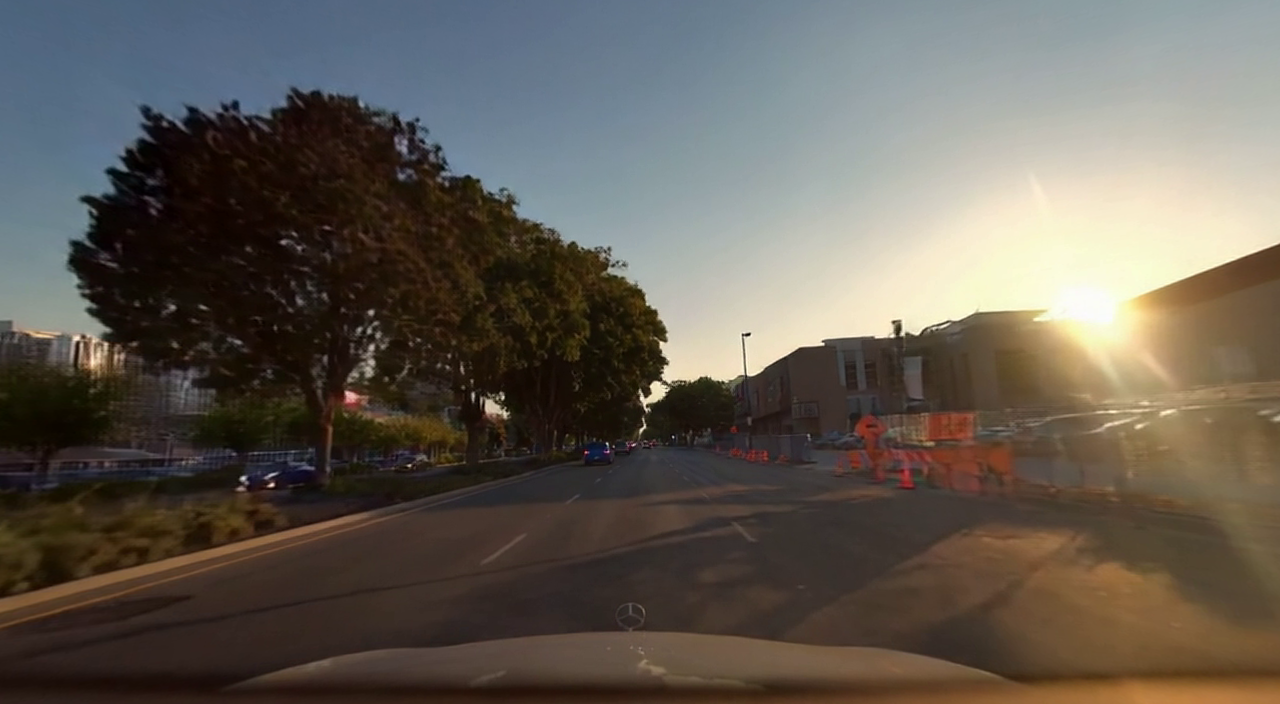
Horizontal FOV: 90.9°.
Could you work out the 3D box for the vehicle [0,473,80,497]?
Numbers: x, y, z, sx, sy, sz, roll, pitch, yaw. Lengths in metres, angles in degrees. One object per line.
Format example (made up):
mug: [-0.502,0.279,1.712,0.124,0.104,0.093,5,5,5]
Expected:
vehicle: [-42.287,9.339,44.199,4.361,1.478,1.893,0,-8,5]

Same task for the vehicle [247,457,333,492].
vehicle: [-17.881,6.266,32.492,1.948,1.535,4.600,0,-8,-2]

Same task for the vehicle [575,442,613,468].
vehicle: [-2.720,6.192,38.103,1.926,1.442,4.231,0,-8,0]
